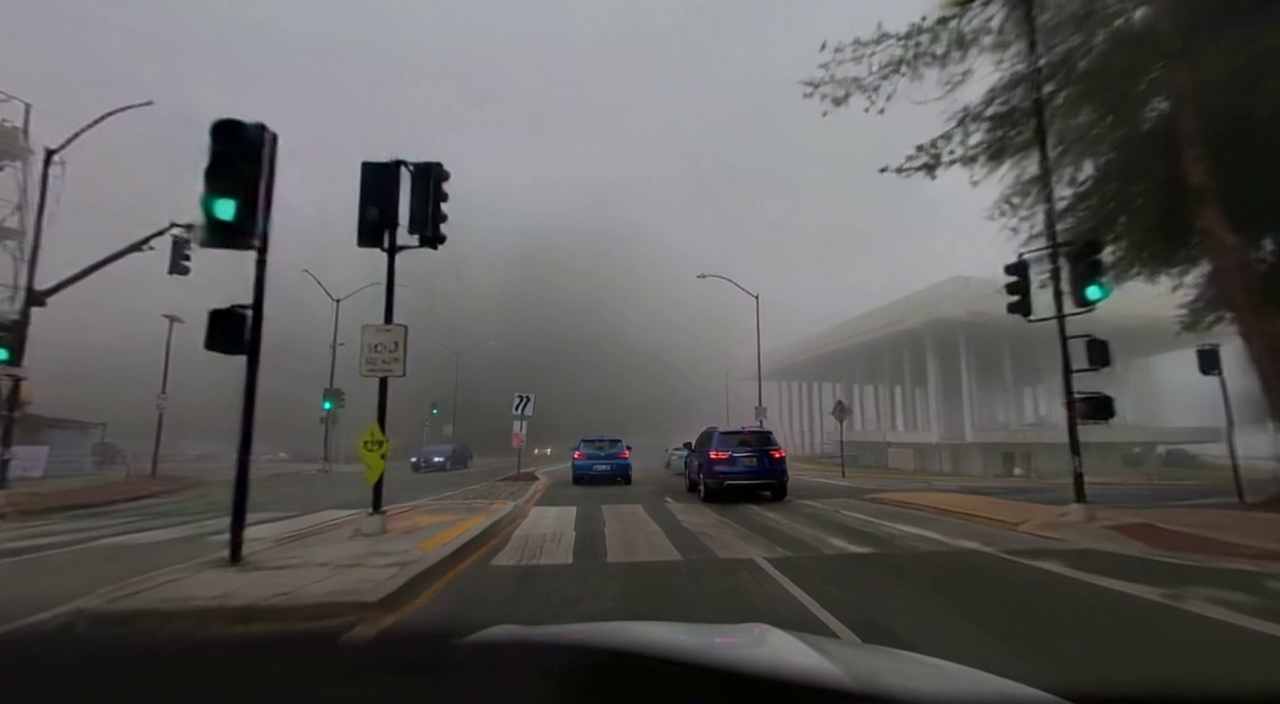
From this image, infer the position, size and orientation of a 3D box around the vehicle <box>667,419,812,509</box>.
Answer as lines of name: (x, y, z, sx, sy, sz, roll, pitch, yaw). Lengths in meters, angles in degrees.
vehicle: (2.089, 2.590, 15.028, 2.320, 1.772, 4.872, 0, -9, -4)

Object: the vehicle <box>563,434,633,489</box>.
vehicle: (-1.411, 3.627, 21.203, 2.132, 1.632, 3.889, 0, -9, -4)

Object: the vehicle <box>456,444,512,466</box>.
vehicle: (-11.295, 7.456, 45.856, 2.012, 1.490, 4.351, -3, -9, 16)

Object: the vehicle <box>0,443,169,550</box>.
vehicle: (-9.857, 2.138, 9.602, 2.013, 1.466, 4.430, 0, -8, -2)

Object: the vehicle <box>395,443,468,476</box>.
vehicle: (-10.436, 5.397, 31.960, 2.121, 1.513, 4.827, 0, -8, -1)
